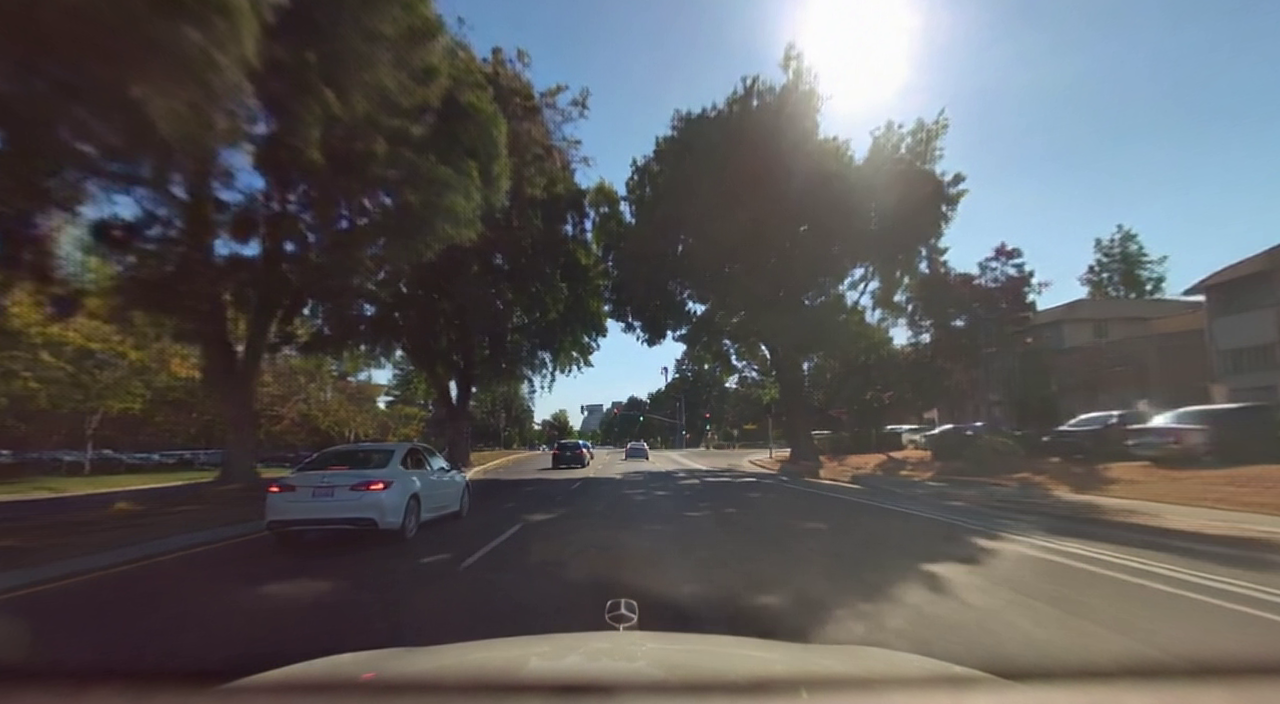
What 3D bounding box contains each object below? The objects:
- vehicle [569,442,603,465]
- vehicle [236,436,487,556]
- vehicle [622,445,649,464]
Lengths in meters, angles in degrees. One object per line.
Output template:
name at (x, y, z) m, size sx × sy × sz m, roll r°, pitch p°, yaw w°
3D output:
vehicle at (-3.892, 7.459, 46.457) m, size 2.103 × 1.592 × 4.160 m, roll 0°, pitch -9°, yaw 1°
vehicle at (-3.872, 2.059, 9.809) m, size 1.905 × 1.418 × 4.396 m, roll 0°, pitch -9°, yaw 0°
vehicle at (-0.383, 7.919, 49.019) m, size 1.991 × 1.431 × 4.199 m, roll 0°, pitch -9°, yaw -1°
